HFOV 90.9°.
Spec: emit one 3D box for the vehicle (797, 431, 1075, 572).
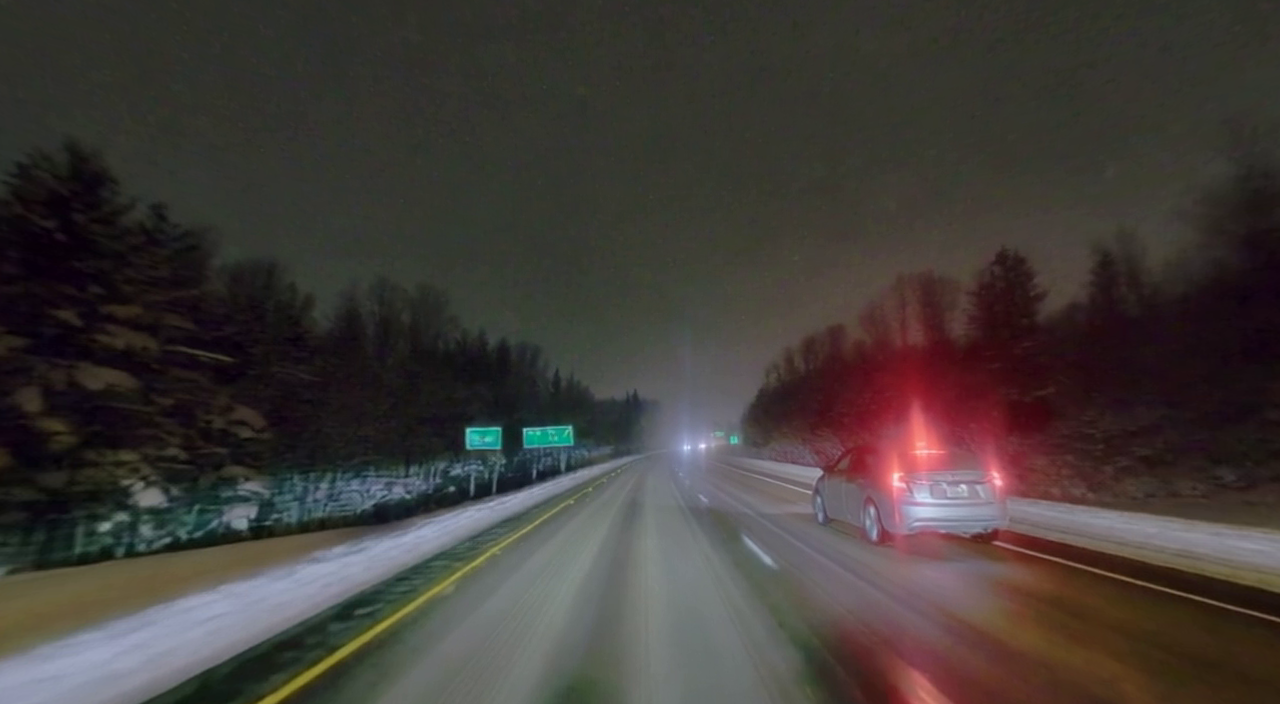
[{"bbox_3d":[3.747,1.939,8.969,1.997,1.515,4.025,0,-8,0],"label":"vehicle"}]
